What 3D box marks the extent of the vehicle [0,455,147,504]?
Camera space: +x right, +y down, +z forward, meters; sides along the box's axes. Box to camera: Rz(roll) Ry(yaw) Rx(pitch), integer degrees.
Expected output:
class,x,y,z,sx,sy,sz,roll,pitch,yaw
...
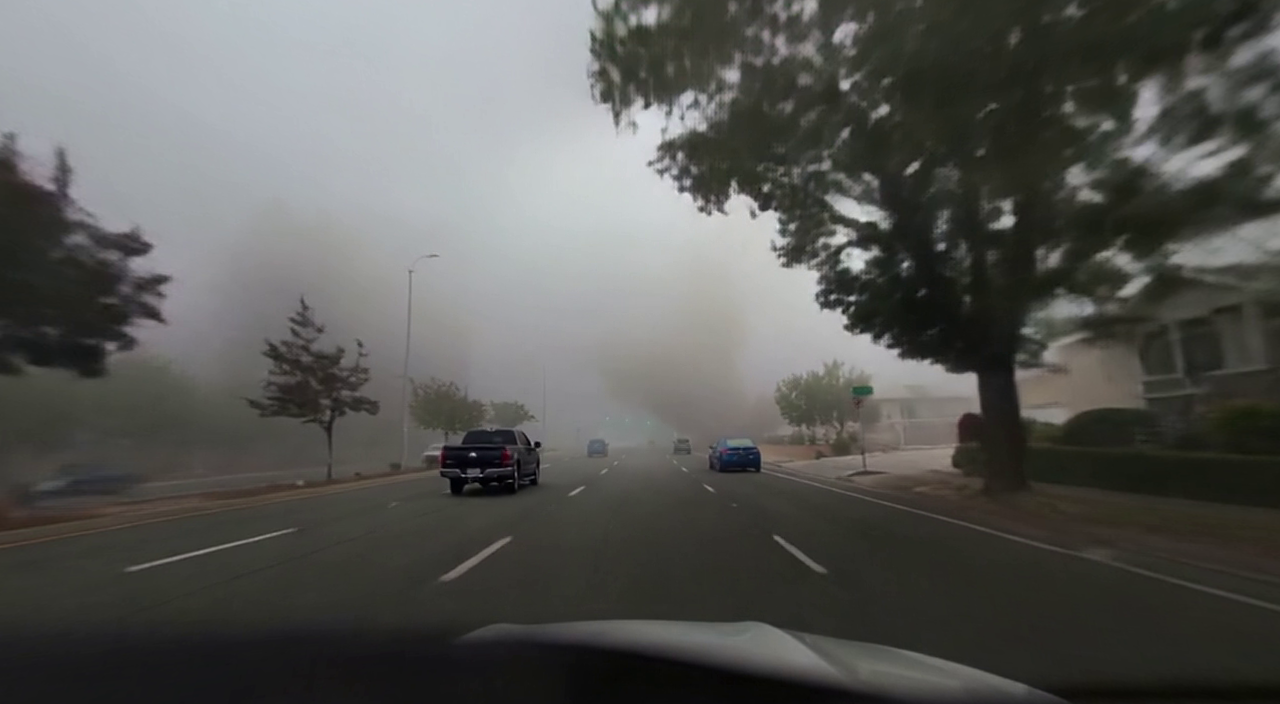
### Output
class,x,y,z,sx,sy,sz,roll,pitch,yaw
vehicle,-20.564,4.512,22.698,1.939,1.475,4.491,0,-8,1

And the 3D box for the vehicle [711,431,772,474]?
class,x,y,z,sx,sy,sz,roll,pitch,yaw
vehicle,4.401,4.424,28.033,2.016,1.736,4.356,0,-8,0

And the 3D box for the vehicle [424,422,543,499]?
class,x,y,z,sx,sy,sz,roll,pitch,yaw
vehicle,-3.982,2.861,16.996,2.002,1.747,4.728,0,-8,0

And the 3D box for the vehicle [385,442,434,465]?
class,x,y,z,sx,sy,sz,roll,pitch,yaw
vehicle,-17.185,7.596,47.187,1.903,1.619,4.344,0,-8,2
